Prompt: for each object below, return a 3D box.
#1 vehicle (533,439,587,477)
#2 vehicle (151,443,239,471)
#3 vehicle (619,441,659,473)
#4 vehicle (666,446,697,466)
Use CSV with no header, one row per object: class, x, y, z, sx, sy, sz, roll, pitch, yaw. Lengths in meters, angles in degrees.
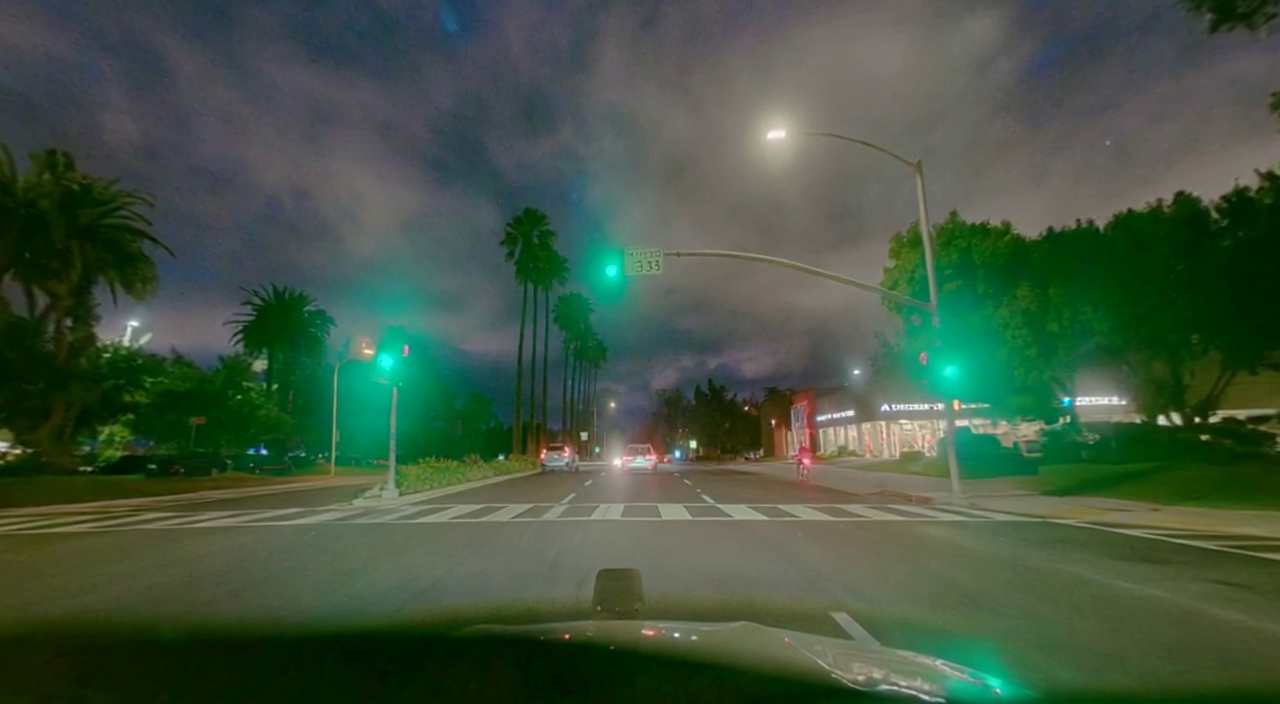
vehicle,-3.905,5.268,31.645,2.071,1.744,4.500,0,-8,1
vehicle,-34.381,8.139,48.891,5.109,2.014,2.269,-2,-10,2
vehicle,-0.080,5.835,35.309,2.102,1.653,3.698,0,-9,-1
vehicle,3.164,8.095,49.221,2.004,1.440,4.292,0,-8,-2
